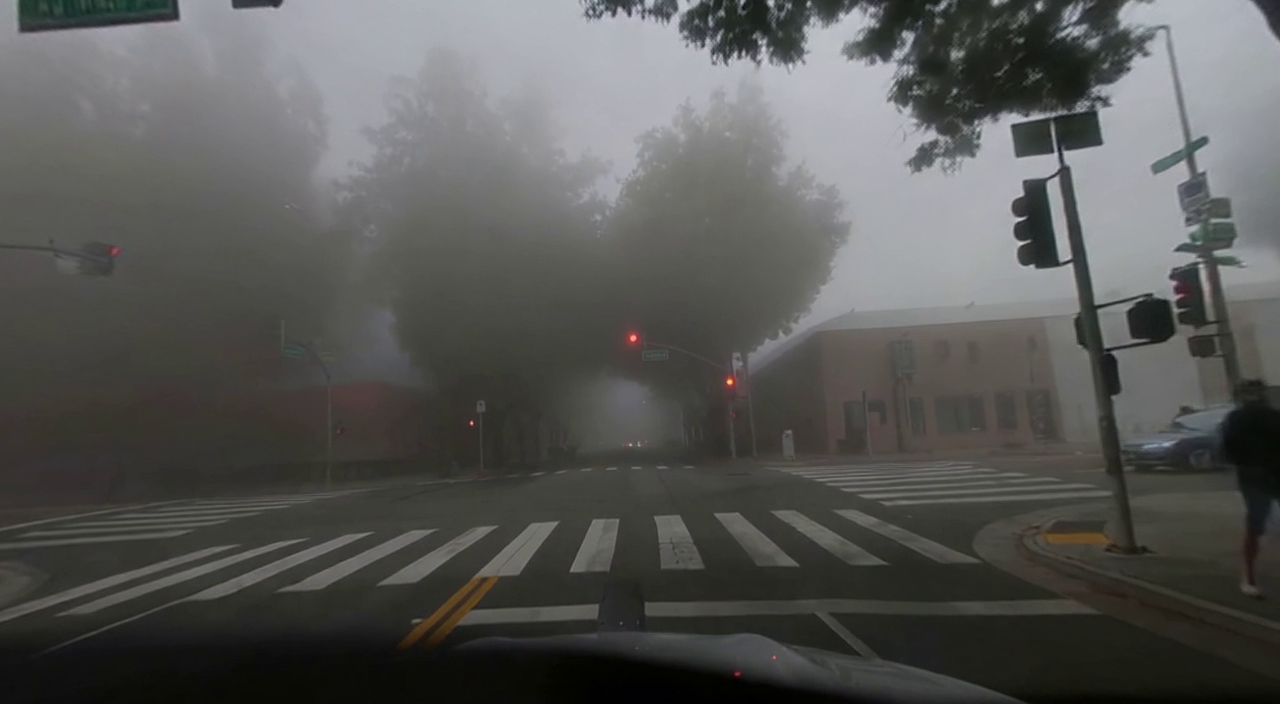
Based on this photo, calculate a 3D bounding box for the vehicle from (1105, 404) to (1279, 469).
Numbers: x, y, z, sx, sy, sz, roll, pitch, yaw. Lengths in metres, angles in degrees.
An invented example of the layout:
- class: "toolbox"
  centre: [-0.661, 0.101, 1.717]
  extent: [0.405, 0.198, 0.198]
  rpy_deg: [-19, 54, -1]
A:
- class: "vehicle"
  centre: [14.477, 2.077, 15.490]
  extent: [4.632, 1.484, 1.907]
  rpy_deg: [0, -8, -2]
